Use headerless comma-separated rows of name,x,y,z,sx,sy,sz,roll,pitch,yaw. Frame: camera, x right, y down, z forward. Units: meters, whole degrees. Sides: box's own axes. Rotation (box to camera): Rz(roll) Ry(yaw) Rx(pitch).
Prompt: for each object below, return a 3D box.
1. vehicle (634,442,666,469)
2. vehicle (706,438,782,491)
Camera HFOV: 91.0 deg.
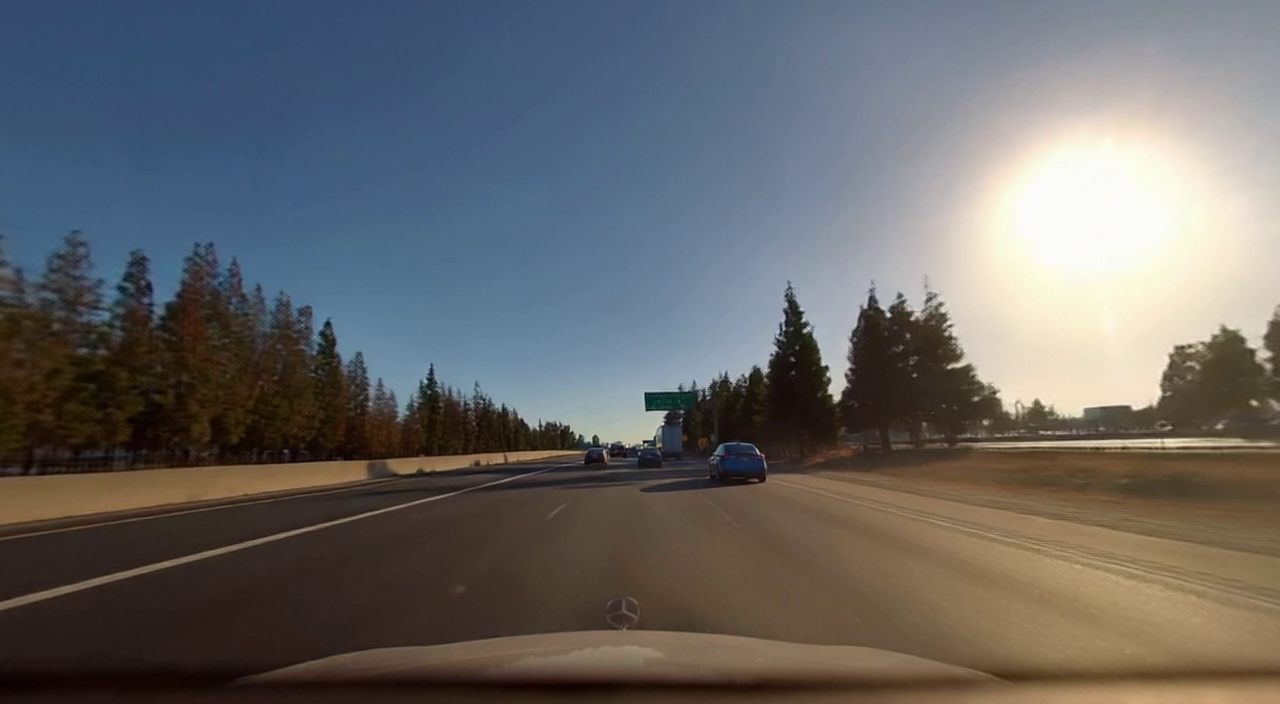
vehicle,0.649,7.424,45.167,2.205,1.785,4.423,1,-9,-1
vehicle,3.720,4.125,23.400,2.082,1.720,4.393,1,-9,0
